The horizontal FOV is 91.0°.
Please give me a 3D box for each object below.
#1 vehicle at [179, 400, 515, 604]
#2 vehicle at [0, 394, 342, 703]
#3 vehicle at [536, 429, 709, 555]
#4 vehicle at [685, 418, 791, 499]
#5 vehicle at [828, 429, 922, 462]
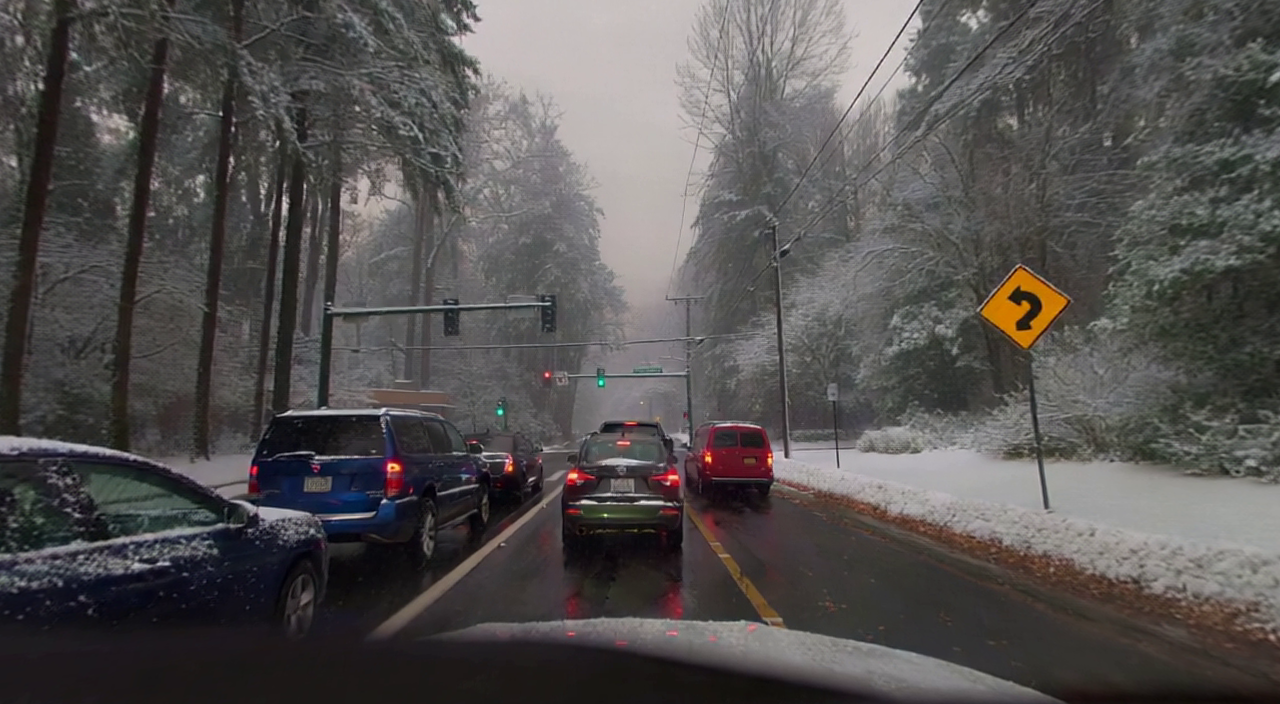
[{"bbox_3d":[-2.899,1.573,7.452,1.964,1.712,4.097,0,-8,0],"label":"vehicle"},{"bbox_3d":[-2.921,0.836,1.616,1.974,1.484,4.716,0,-8,0],"label":"vehicle"},{"bbox_3d":[-0.257,1.922,9.343,2.025,1.453,3.848,0,-8,-2],"label":"vehicle"},{"bbox_3d":[2.449,2.826,16.981,2.059,1.864,4.541,0,-8,-1],"label":"vehicle"},{"bbox_3d":[11.378,4.559,30.693,3.883,1.534,1.779,0,-8,2],"label":"vehicle"}]
